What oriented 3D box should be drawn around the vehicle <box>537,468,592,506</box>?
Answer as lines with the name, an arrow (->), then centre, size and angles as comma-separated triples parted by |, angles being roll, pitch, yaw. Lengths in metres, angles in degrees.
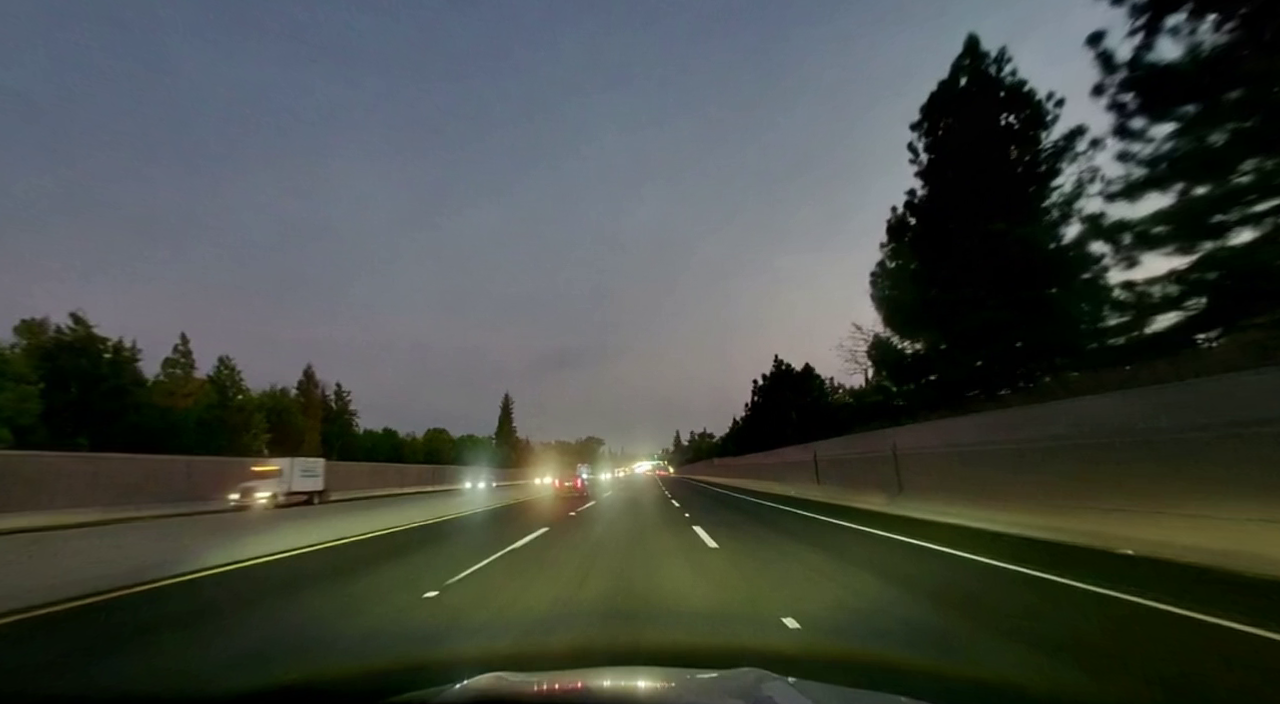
vehicle -> -3.201, 5.829, 27.393 | 1.863, 1.486, 3.852 | 0, -11, 1

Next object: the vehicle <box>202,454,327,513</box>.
vehicle -> -20.518, 7.237, 34.982 | 2.547, 2.879, 6.735 | 0, -11, 1
